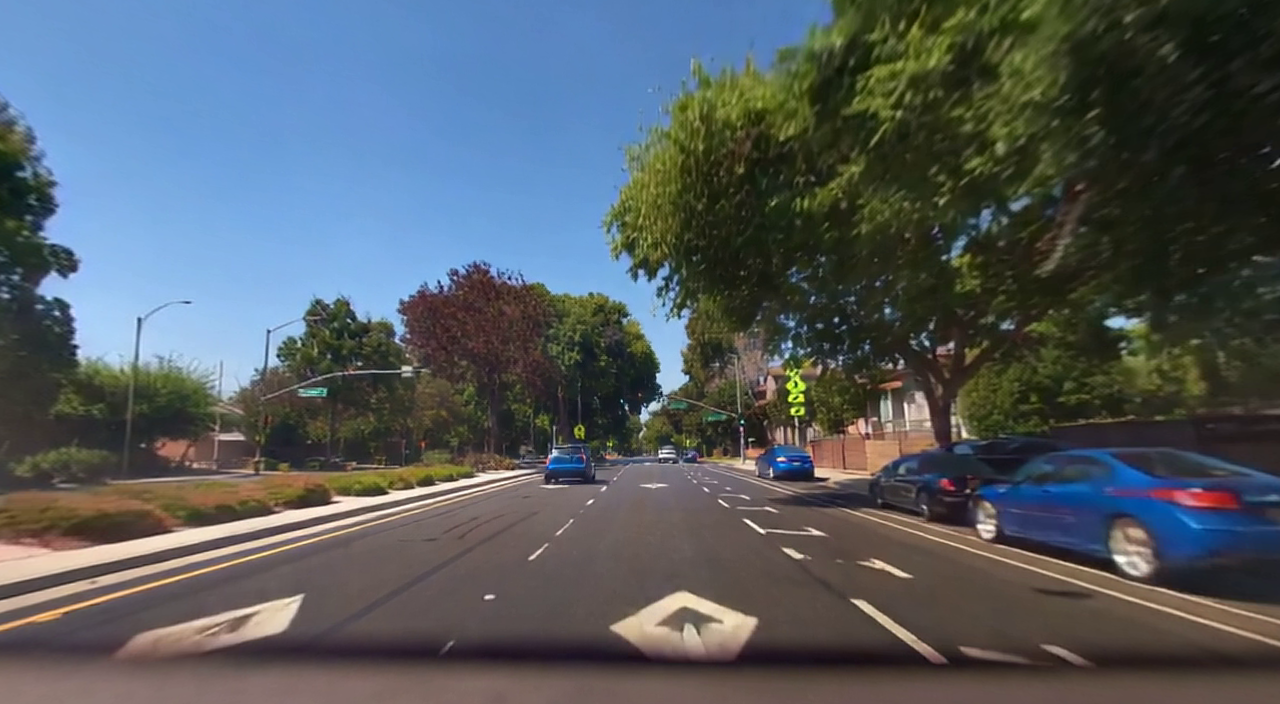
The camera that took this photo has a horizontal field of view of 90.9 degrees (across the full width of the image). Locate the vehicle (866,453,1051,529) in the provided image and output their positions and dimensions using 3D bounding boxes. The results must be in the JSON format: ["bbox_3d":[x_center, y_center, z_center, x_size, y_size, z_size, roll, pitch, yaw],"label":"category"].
[{"bbox_3d":[6.209,2.728,12.874,1.784,1.253,3.905,0,-9,1],"label":"vehicle"}]

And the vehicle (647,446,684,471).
[{"bbox_3d":[1.512,6.524,38.800,2.075,1.480,3.920,0,-9,0],"label":"vehicle"}]

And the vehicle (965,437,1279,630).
[{"bbox_3d":[5.983,1.769,7.270,1.871,1.485,5.074,0,-9,1],"label":"vehicle"}]

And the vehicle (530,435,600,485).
[{"bbox_3d":[-2.853,4.272,25.183,2.150,1.812,4.423,0,-9,1],"label":"vehicle"}]

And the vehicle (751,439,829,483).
[{"bbox_3d":[6.379,4.695,27.438,2.038,1.687,4.985,0,-9,-2],"label":"vehicle"}]
